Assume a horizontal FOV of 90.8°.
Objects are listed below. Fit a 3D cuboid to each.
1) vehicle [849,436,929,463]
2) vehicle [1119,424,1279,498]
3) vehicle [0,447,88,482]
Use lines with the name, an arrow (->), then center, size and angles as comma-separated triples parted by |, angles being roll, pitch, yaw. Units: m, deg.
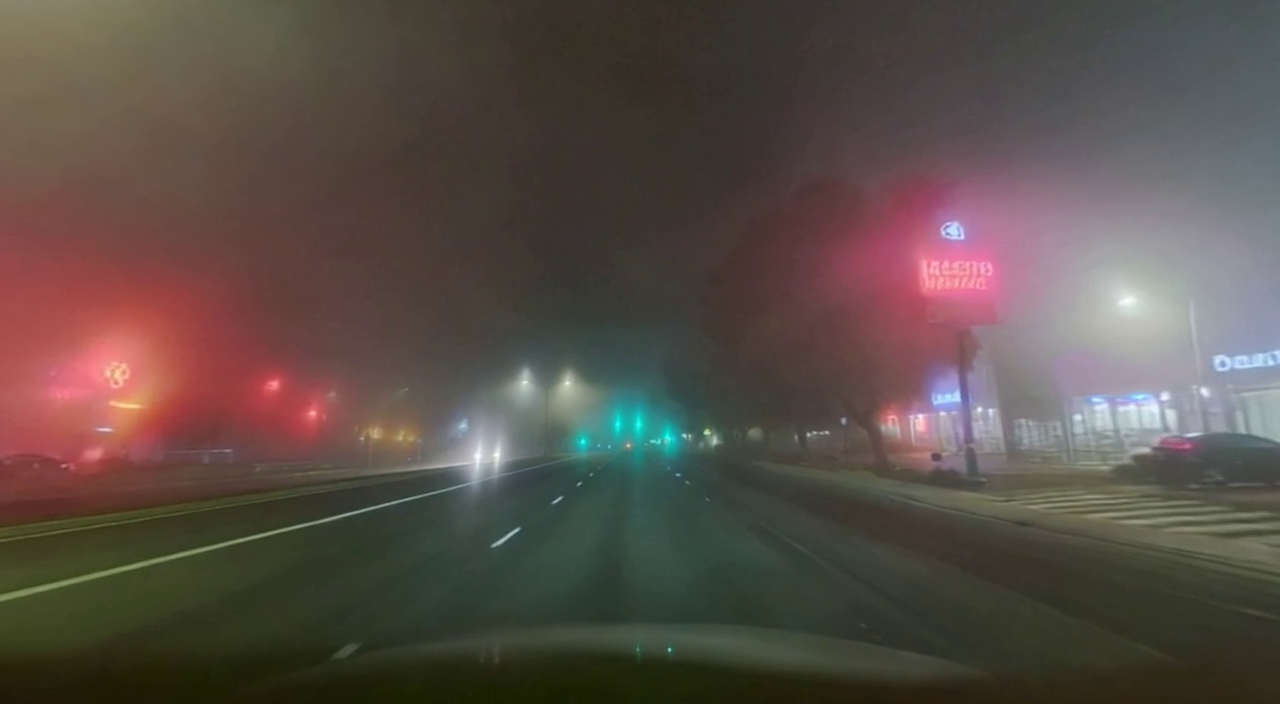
vehicle -> 16.877, 6.613, 42.943 | 4.634, 1.745, 1.893 | 0, -9, 0
vehicle -> 15.352, 2.814, 16.617 | 1.881, 1.664, 4.658 | 0, -9, 1
vehicle -> -31.134, 5.626, 31.829 | 4.654, 1.681, 2.034 | 0, -9, 0
